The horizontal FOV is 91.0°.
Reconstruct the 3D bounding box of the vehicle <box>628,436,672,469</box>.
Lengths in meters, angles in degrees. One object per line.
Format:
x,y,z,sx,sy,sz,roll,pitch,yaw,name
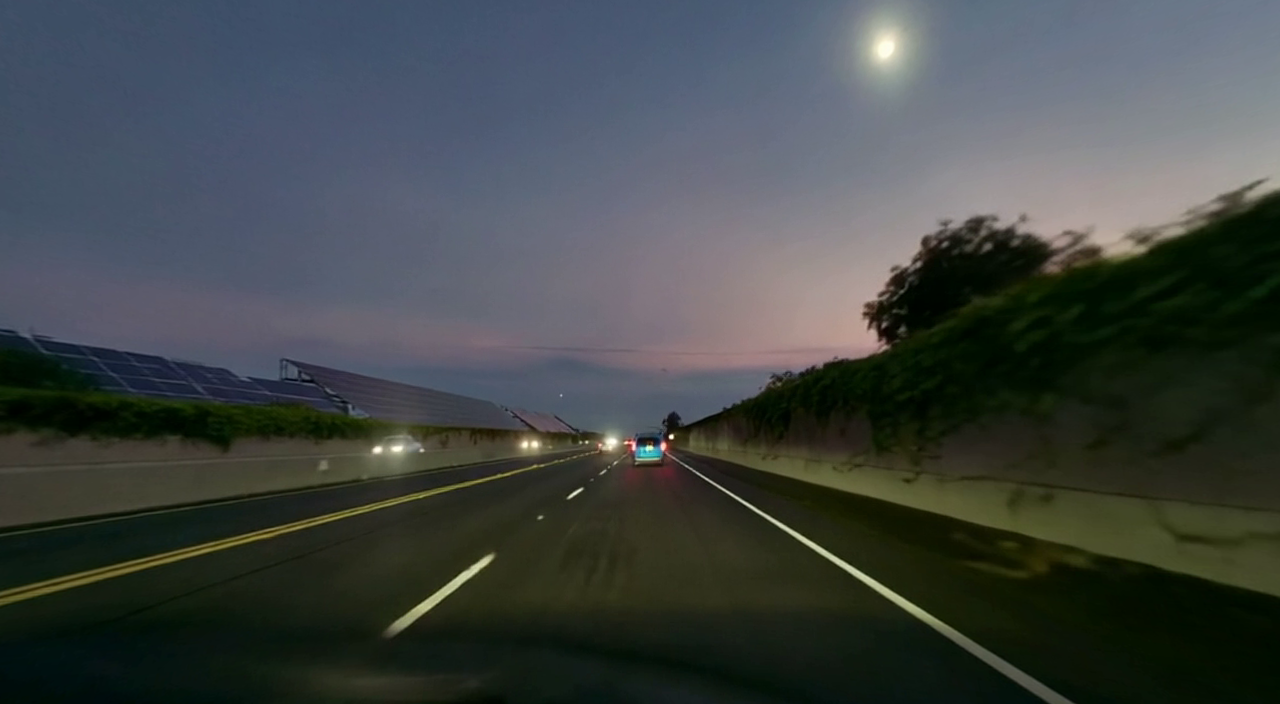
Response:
0.470,4.904,30.866,1.997,1.484,3.409,0,-8,0,vehicle
